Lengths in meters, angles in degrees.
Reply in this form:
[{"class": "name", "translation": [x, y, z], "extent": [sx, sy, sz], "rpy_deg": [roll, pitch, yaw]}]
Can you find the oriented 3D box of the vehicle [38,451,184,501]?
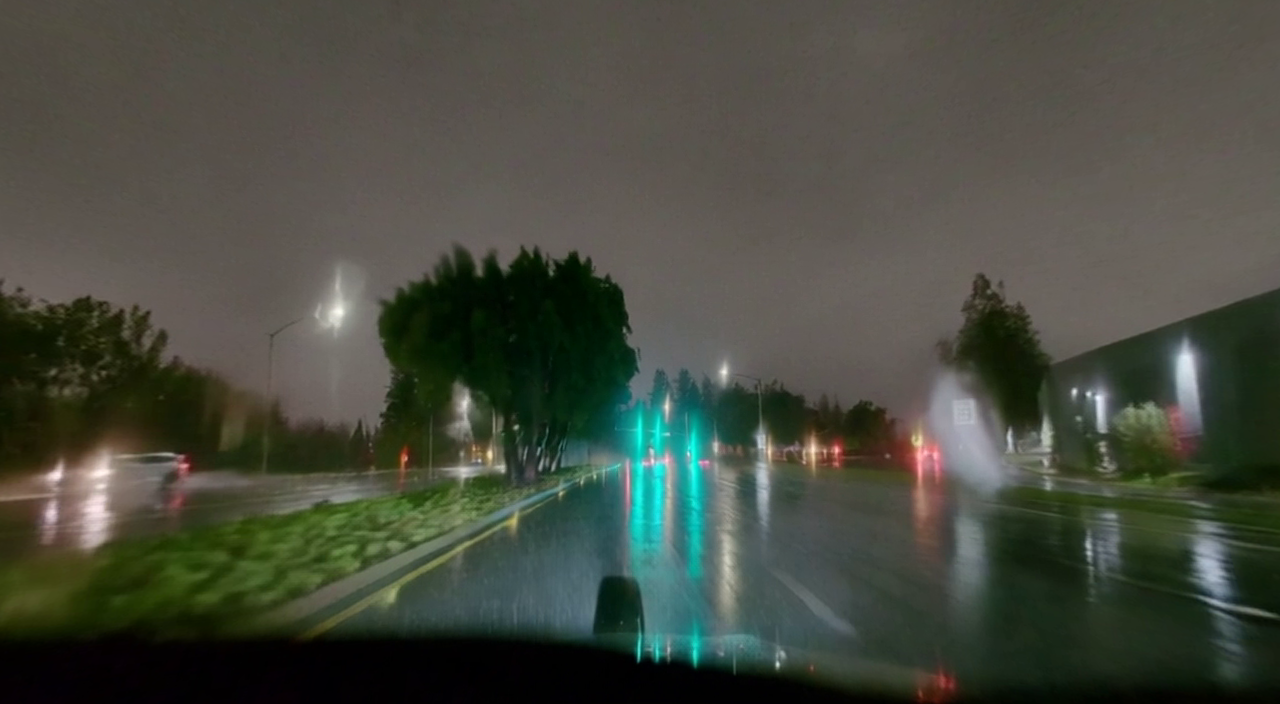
[{"class": "vehicle", "translation": [-19.380, 4.505, 23.431], "extent": [1.896, 1.623, 4.124], "rpy_deg": [0, -9, -2]}]
